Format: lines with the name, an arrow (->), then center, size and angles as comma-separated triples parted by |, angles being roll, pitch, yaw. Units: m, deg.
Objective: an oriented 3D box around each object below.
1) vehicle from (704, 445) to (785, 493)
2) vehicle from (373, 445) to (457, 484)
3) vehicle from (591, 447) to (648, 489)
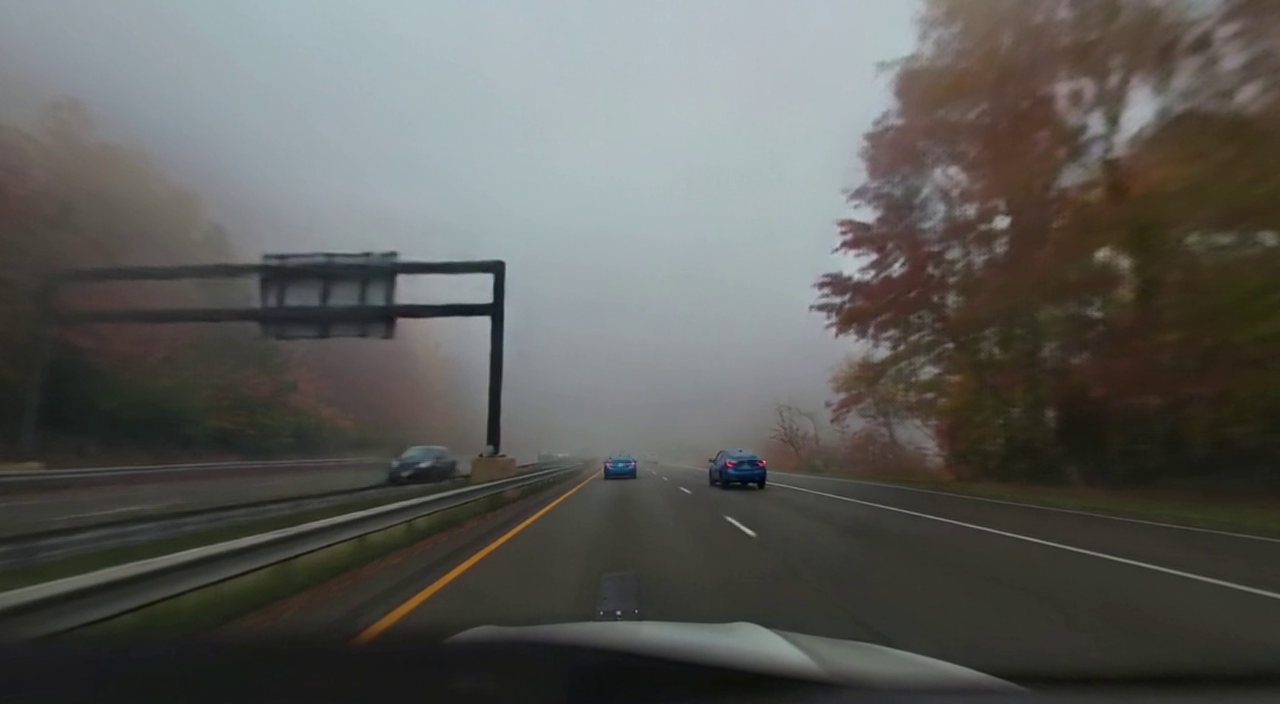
vehicle -> 3.773, 4.323, 23.437 | 2.300, 1.595, 4.144 | -1, -9, 0
vehicle -> -9.470, 4.766, 26.806 | 1.978, 1.510, 4.472 | 0, -9, -1
vehicle -> -0.788, 4.686, 25.594 | 2.128, 1.516, 4.410 | 0, -9, 0
